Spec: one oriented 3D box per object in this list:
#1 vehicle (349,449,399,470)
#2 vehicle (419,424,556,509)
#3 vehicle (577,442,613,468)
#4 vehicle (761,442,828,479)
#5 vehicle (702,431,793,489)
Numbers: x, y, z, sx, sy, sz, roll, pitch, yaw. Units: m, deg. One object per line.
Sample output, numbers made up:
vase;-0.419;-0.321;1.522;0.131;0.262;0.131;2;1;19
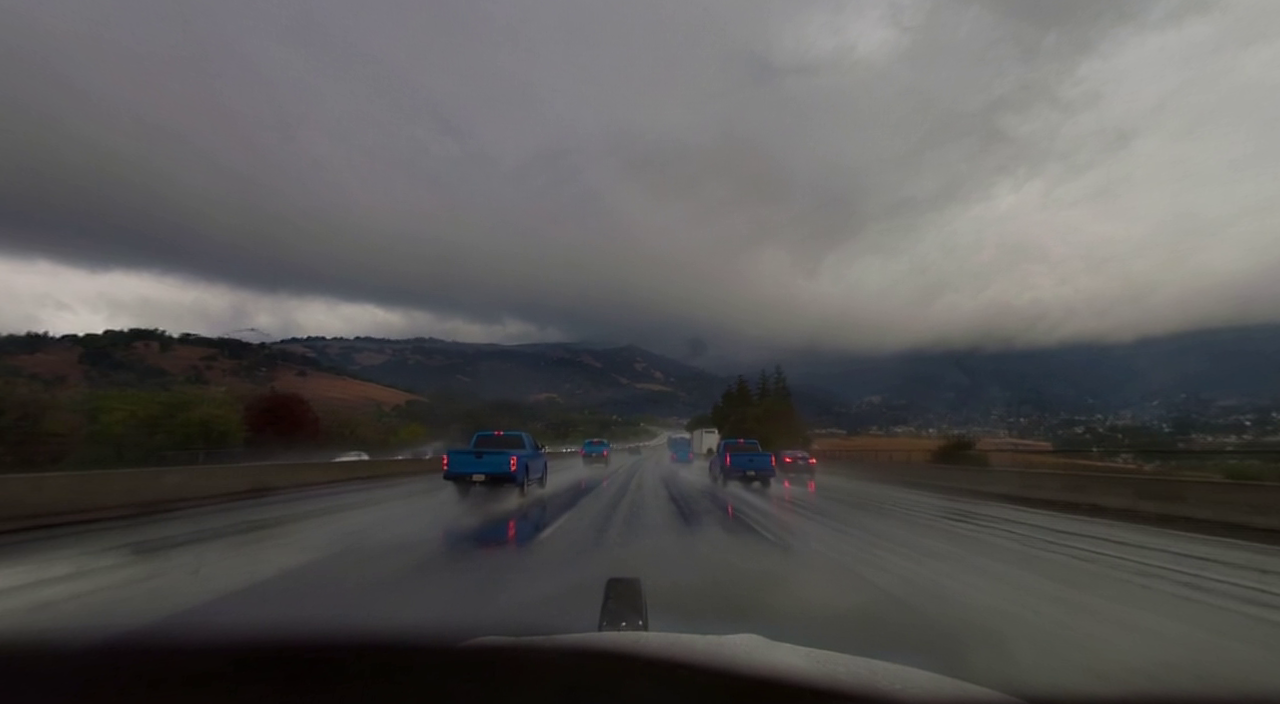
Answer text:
vehicle;-21.029;8.489;49.998;1.873;1.490;4.725;0;-8;0
vehicle;-3.697;2.881;16.475;2.227;1.853;5.161;0;-8;1
vehicle;-3.225;7.480;46.246;2.235;1.785;4.386;0;-8;1
vehicle;7.659;5.388;31.759;2.104;1.724;4.701;0;-8;-1
vehicle;3.938;4.089;24.346;2.424;1.952;5.611;0;-8;-1
